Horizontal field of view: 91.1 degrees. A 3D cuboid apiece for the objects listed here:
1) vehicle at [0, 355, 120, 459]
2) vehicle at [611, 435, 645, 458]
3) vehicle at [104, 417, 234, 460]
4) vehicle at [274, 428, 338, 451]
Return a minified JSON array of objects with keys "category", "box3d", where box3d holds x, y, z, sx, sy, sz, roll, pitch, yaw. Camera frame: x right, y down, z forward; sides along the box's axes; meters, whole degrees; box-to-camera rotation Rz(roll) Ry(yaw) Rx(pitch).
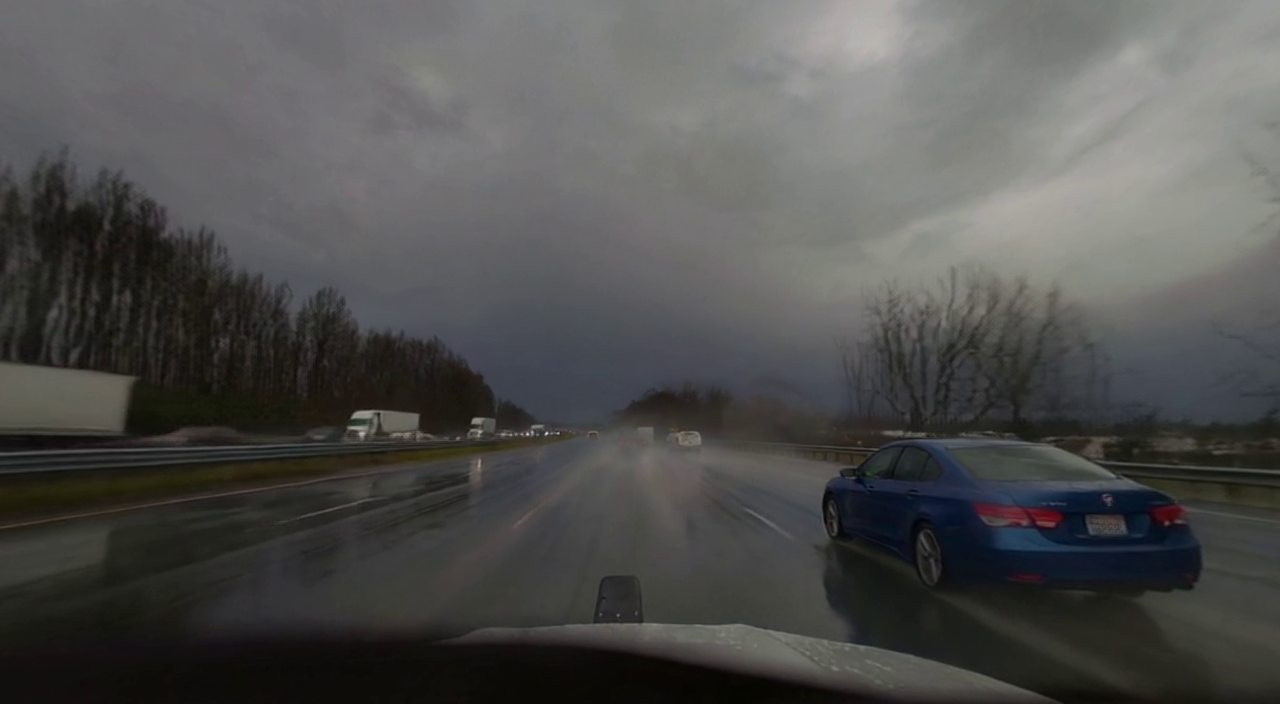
[{"category":"vehicle","box3d":[-25.887,1.924,22.652,2.867,3.948,13.749,0,-8,-1]},{"category":"vehicle","box3d":[-0.804,6.221,41.653,2.121,1.445,4.187,0,-8,-2]},{"category":"vehicle","box3d":[-18.492,3.427,24.976,1.980,1.549,4.156,0,-8,-1]},{"category":"vehicle","box3d":[-22.479,5.912,42.507,1.905,1.510,4.507,0,-8,-1]}]
